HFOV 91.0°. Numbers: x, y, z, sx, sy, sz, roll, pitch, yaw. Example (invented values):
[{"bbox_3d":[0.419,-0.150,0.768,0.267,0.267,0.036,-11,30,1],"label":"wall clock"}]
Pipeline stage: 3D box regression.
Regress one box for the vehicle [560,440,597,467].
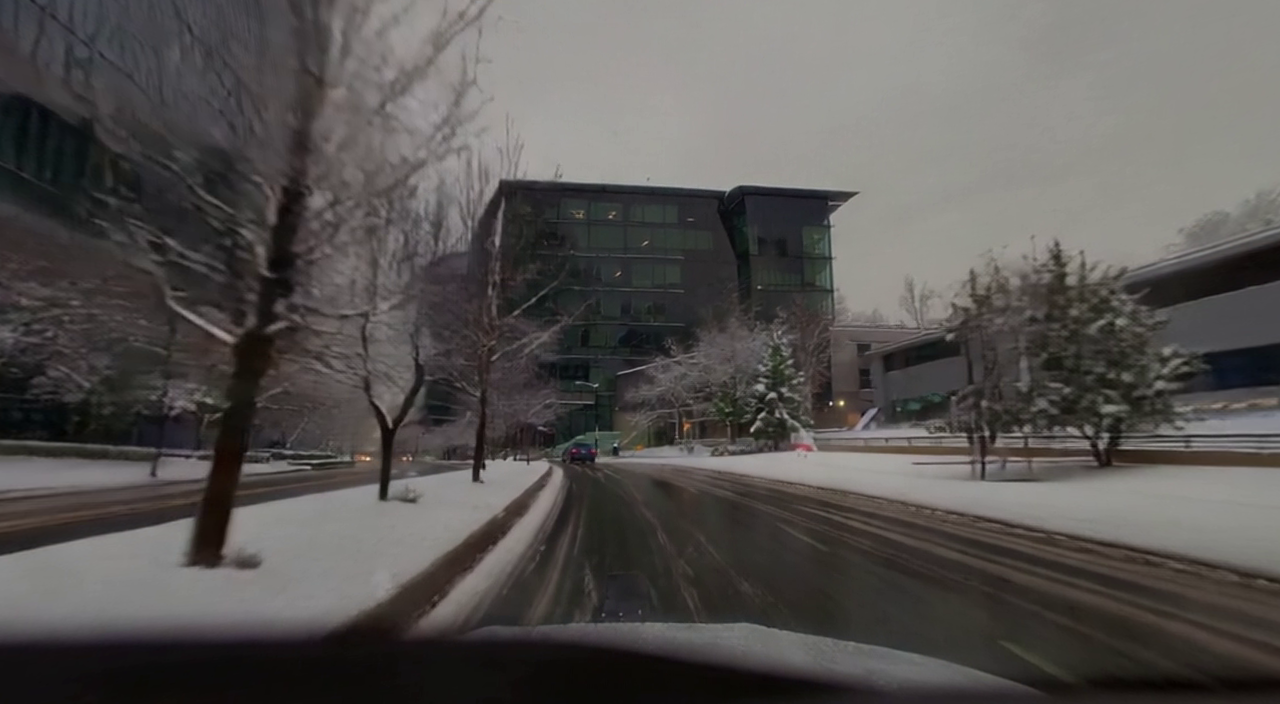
[{"bbox_3d":[-4.586,7.405,46.104,2.129,1.816,4.851,2,-8,-12],"label":"vehicle"}]
